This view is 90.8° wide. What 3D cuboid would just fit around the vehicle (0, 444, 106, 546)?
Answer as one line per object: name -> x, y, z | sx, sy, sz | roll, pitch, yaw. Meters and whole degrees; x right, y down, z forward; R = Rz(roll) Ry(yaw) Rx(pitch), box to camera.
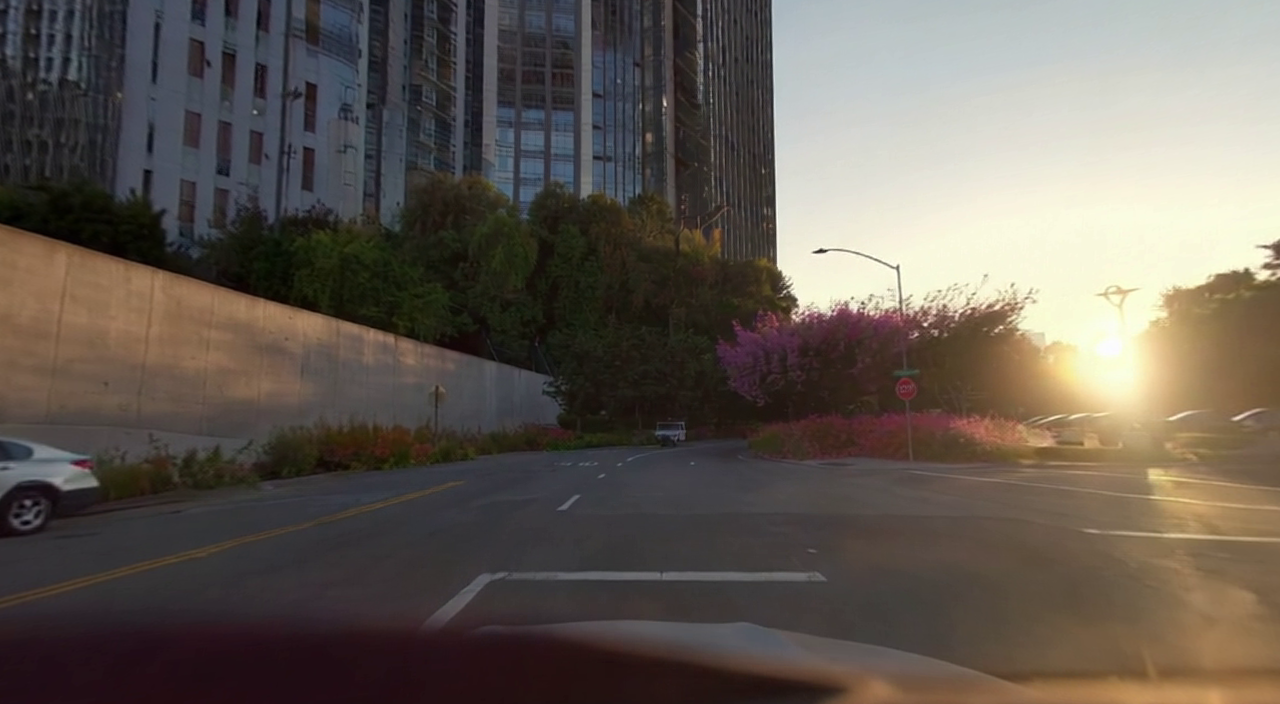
vehicle -> -11.105, 2.073, 9.204 | 4.694, 1.447, 2.137 | 5, -10, -31
